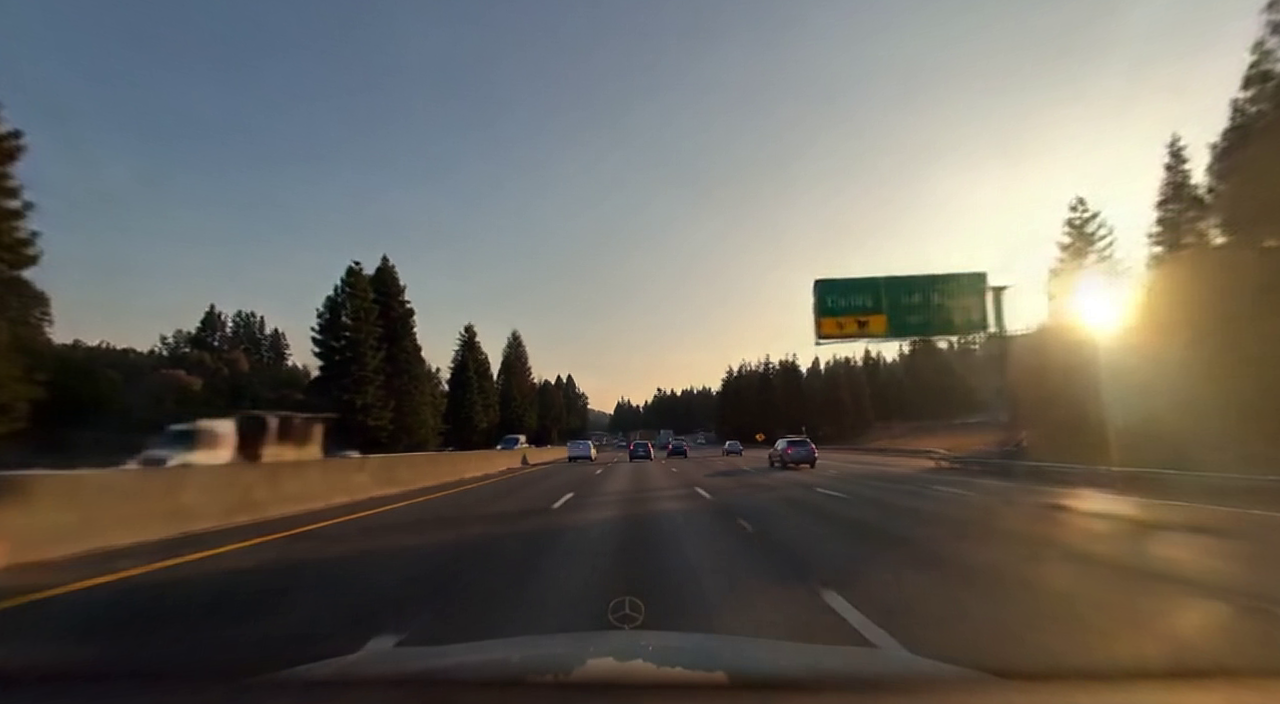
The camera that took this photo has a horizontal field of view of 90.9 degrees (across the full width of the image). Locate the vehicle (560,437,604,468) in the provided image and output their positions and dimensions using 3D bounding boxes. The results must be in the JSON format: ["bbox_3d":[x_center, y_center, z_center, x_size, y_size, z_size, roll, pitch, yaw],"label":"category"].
[{"bbox_3d":[-3.391,5.953,37.675,2.140,1.720,4.410,0,-8,1],"label":"vehicle"}]

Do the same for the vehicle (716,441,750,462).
[{"bbox_3d":[7.068,7.569,48.220,1.894,1.511,4.148,0,-8,-1],"label":"vehicle"}]

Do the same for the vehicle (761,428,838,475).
[{"bbox_3d":[7.088,4.502,28.698,2.094,1.916,5.099,0,-8,-1],"label":"vehicle"}]

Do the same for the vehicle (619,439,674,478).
[{"bbox_3d":[0.233,4.398,26.208,2.071,1.464,4.162,0,-8,0],"label":"vehicle"}]

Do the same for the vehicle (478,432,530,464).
[{"bbox_3d":[-9.330,6.690,43.886,2.331,2.070,5.440,0,-8,1],"label":"vehicle"}]

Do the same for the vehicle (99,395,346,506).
[{"bbox_3d":[-12.652,3.117,20.269,2.779,2.896,7.441,0,-8,0],"label":"vehicle"}]
